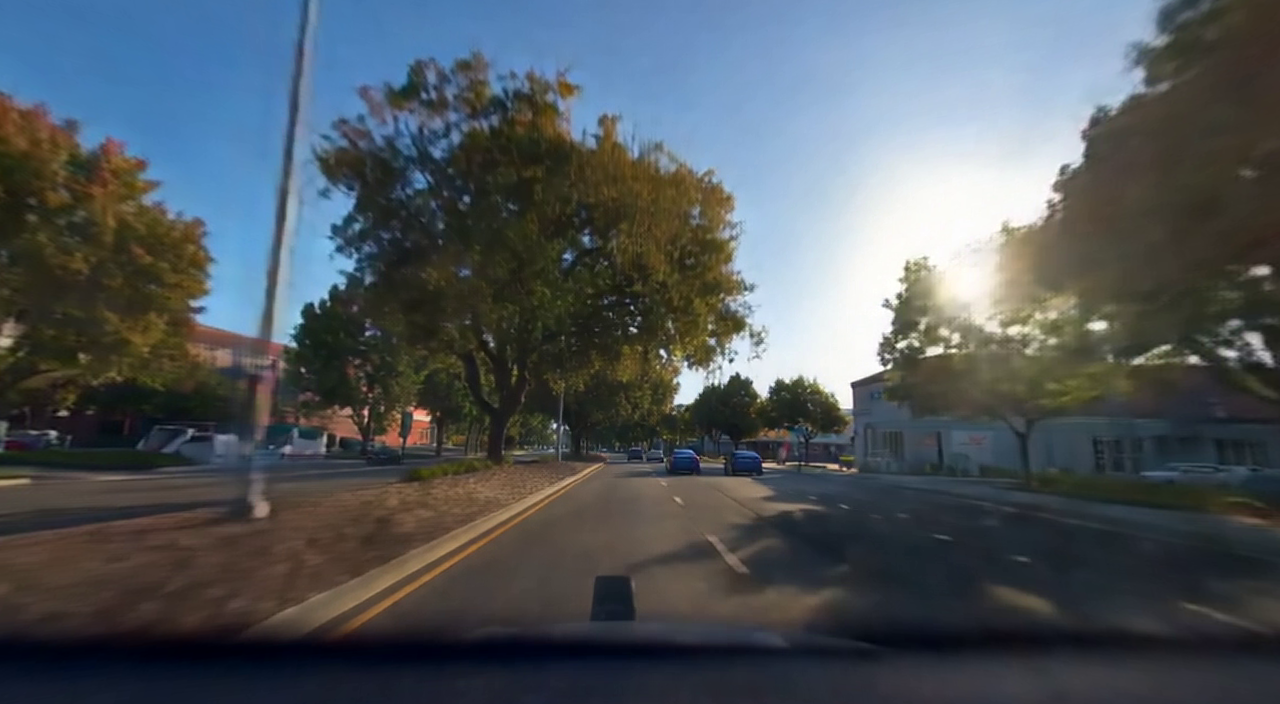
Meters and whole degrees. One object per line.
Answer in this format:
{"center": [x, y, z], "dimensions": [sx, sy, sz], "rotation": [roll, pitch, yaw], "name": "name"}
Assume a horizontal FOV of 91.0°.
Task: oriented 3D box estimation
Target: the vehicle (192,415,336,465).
{"center": [-26.666, 6.325, 45.093], "dimensions": [8.121, 3.260, 2.889], "rotation": [3, -9, -12], "name": "vehicle"}

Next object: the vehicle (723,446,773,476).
{"center": [6.030, 6.092, 35.507], "dimensions": [1.886, 1.528, 4.169], "rotation": [1, -9, -3], "name": "vehicle"}

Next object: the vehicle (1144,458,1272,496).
{"center": [26.861, 5.899, 29.815], "dimensions": [4.586, 1.665, 1.968], "rotation": [2, -9, -10], "name": "vehicle"}

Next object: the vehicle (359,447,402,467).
{"center": [-20.413, 8.245, 49.669], "dimensions": [1.730, 1.516, 3.847], "rotation": [1, -9, -1], "name": "vehicle"}

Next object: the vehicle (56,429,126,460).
{"center": [-41.156, 6.955, 47.281], "dimensions": [2.149, 2.227, 3.723], "rotation": [2, -8, -10], "name": "vehicle"}

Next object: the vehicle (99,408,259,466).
{"center": [-27.107, 5.124, 37.427], "dimensions": [6.822, 3.138, 2.979], "rotation": [4, -9, -17], "name": "vehicle"}

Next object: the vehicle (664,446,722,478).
{"center": [2.523, 5.405, 31.145], "dimensions": [2.256, 1.451, 4.313], "rotation": [1, -9, -3], "name": "vehicle"}
